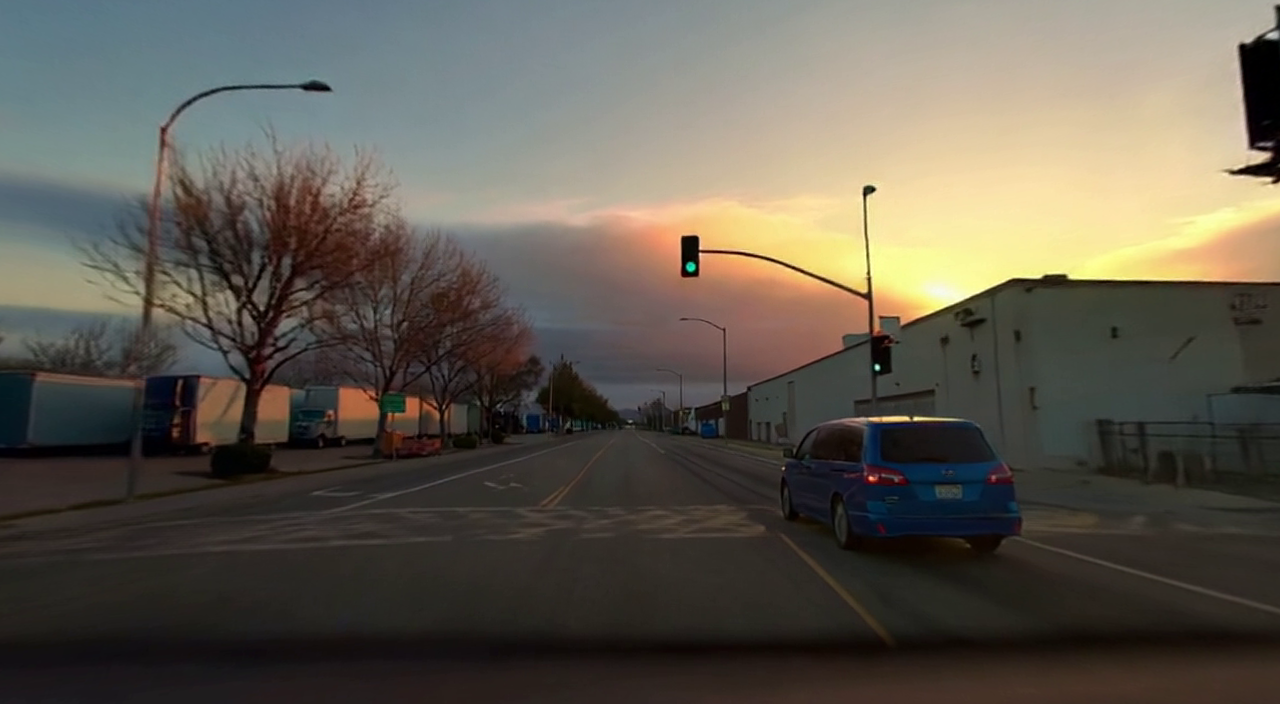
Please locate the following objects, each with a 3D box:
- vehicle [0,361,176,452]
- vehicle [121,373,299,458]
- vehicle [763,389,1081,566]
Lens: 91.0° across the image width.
[{"bbox_3d":[-27.408,2.733,30.421,2.943,3.741,9.094,1,-7,0],"label":"vehicle"},{"bbox_3d":[-20.586,3.084,30.976,3.337,3.644,7.945,0,-5,-2],"label":"vehicle"},{"bbox_3d":[3.426,1.629,9.039,2.202,1.822,4.826,1,-8,-2],"label":"vehicle"}]
